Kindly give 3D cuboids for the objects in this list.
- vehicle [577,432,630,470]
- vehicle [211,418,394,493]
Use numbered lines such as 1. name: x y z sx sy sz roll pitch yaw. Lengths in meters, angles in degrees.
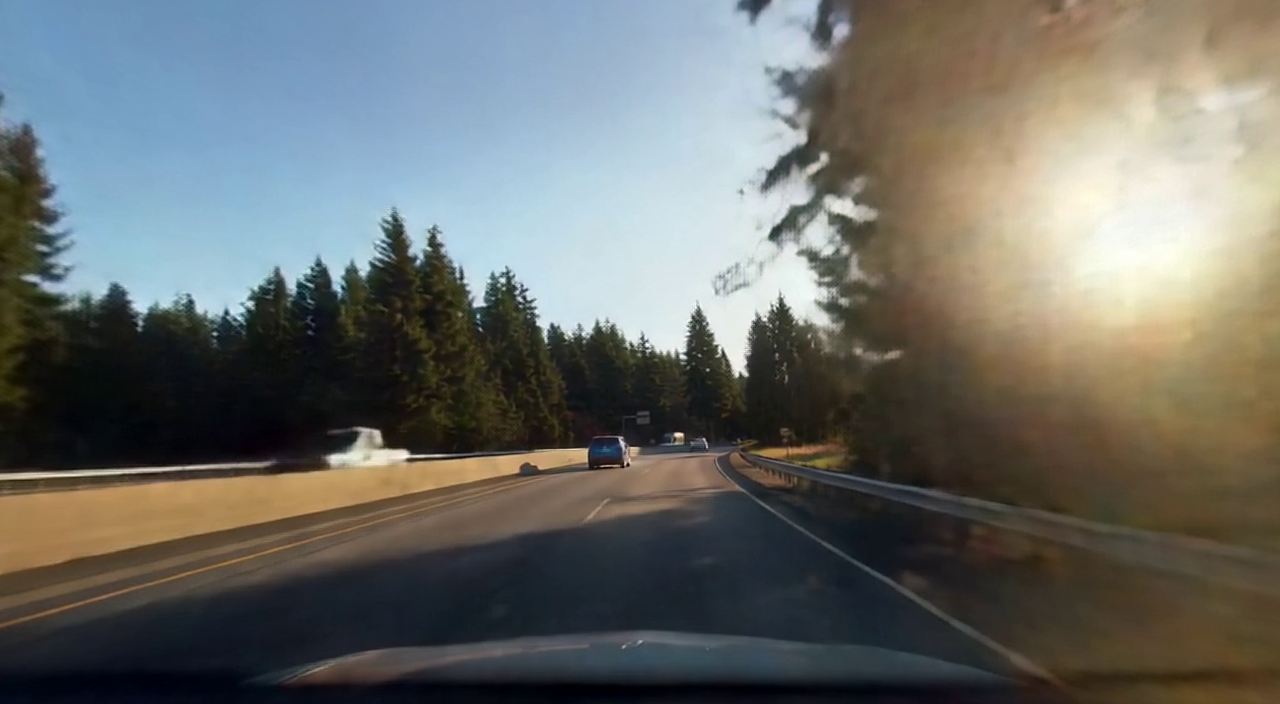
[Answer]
1. vehicle: -1.713 4.910 31.410 2.005 1.752 4.479 -1 -8 5
2. vehicle: -11.842 3.716 23.022 2.840 2.335 6.535 -1 -8 3
